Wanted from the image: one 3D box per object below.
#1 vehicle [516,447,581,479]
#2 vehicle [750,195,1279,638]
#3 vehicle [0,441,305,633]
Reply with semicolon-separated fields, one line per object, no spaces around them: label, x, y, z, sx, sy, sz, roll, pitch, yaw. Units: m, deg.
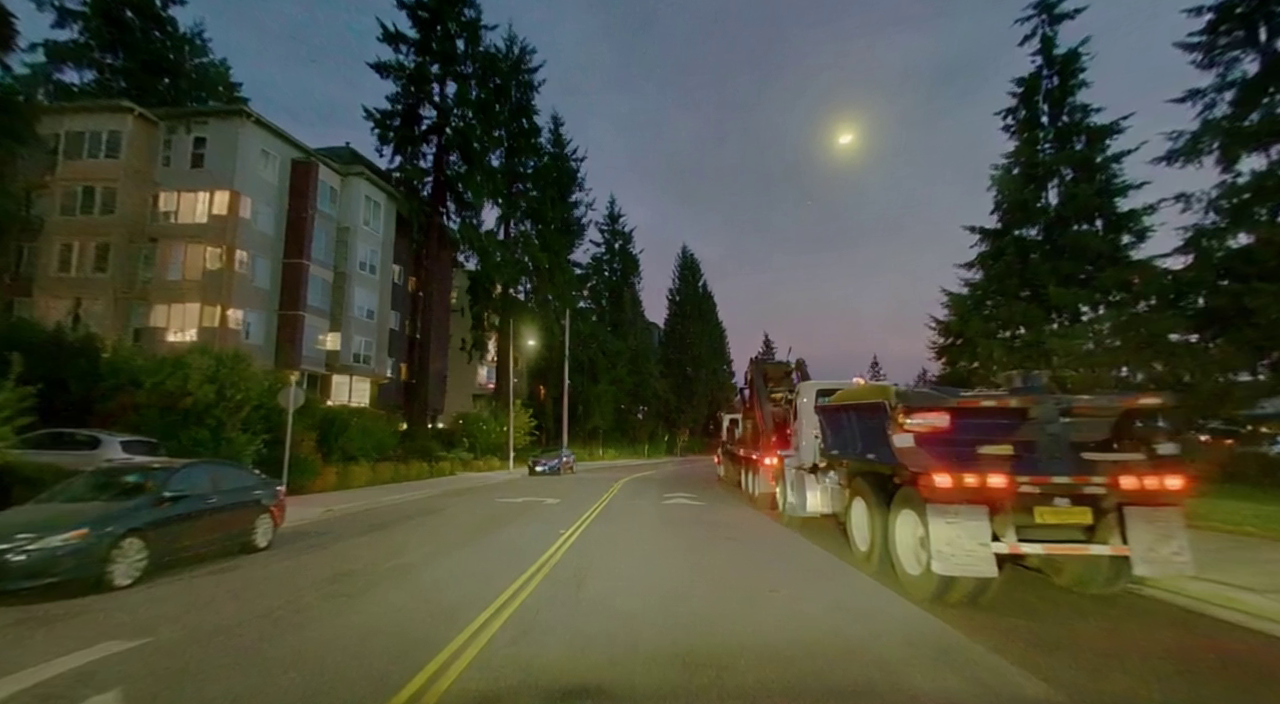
vehicle;-4.480;5.502;31.584;1.930;1.487;4.213;-2;-9;11
vehicle;3.889;0.997;9.096;3.107;3.379;8.460;-1;-8;1
vehicle;-6.083;1.839;7.413;1.820;1.528;4.425;1;-9;0
